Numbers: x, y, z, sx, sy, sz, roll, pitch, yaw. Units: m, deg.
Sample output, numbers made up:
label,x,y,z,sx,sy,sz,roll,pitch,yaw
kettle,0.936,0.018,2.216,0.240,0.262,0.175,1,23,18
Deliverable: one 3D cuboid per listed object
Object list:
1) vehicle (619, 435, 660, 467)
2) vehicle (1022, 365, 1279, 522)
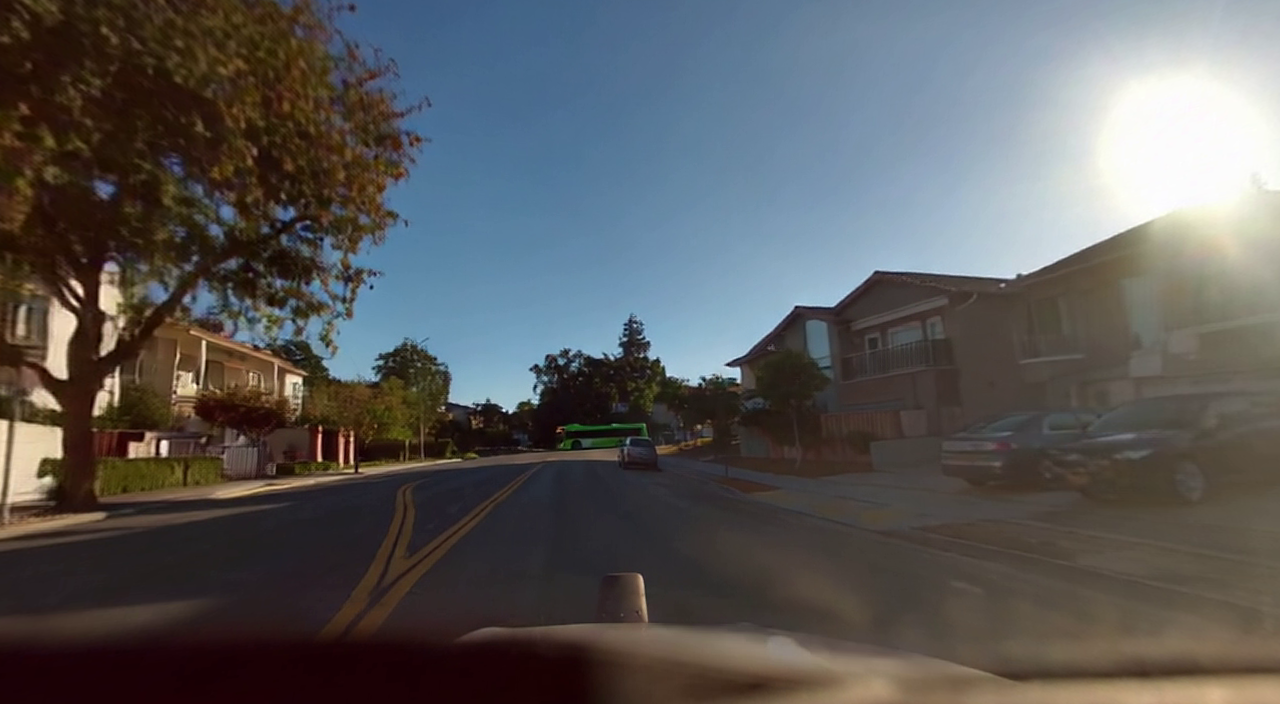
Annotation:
label,x,y,z,sx,sy,sz,roll,pitch,yaw
vehicle,-0.097,5.313,33.992,1.984,1.601,3.994,0,-9,-3
vehicle,8.510,1.254,9.376,4.431,1.873,1.920,-3,-8,-8
